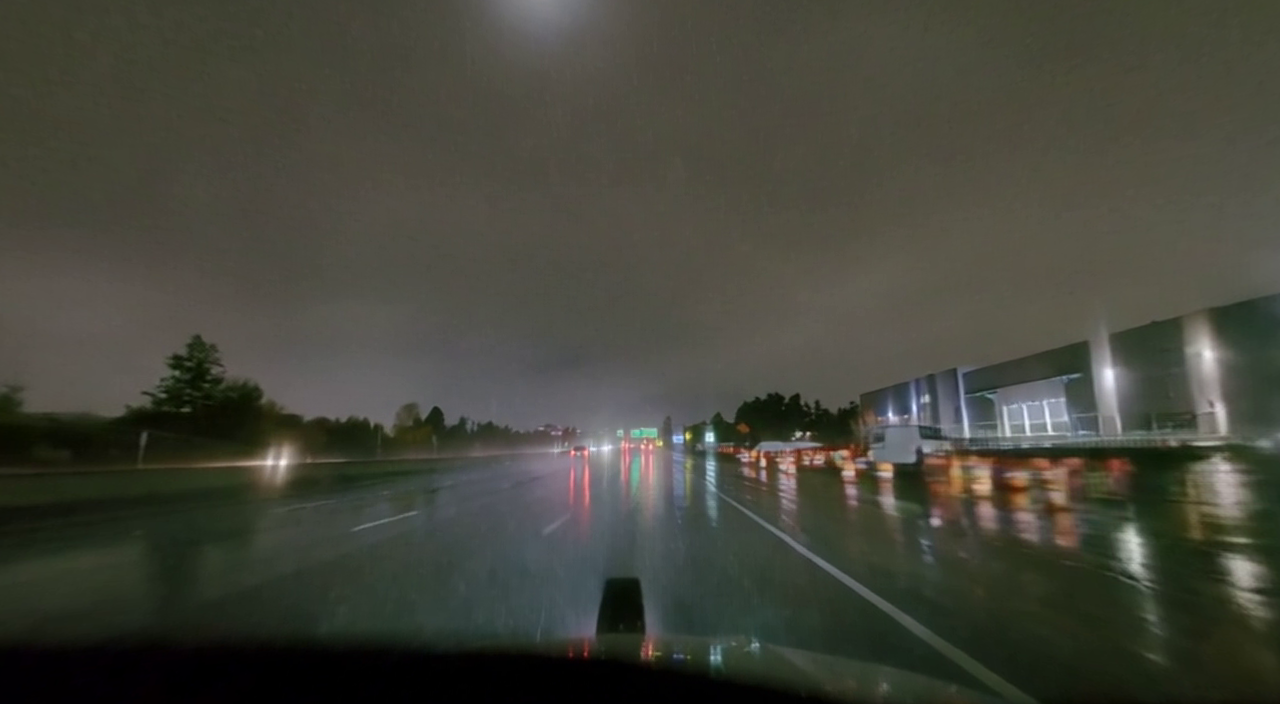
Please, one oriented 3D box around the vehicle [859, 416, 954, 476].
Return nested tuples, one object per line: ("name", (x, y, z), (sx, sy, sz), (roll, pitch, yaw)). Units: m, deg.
("vehicle", (14.208, 5.114, 33.997), (2.763, 2.805, 4.926), (-3, -10, 0))
